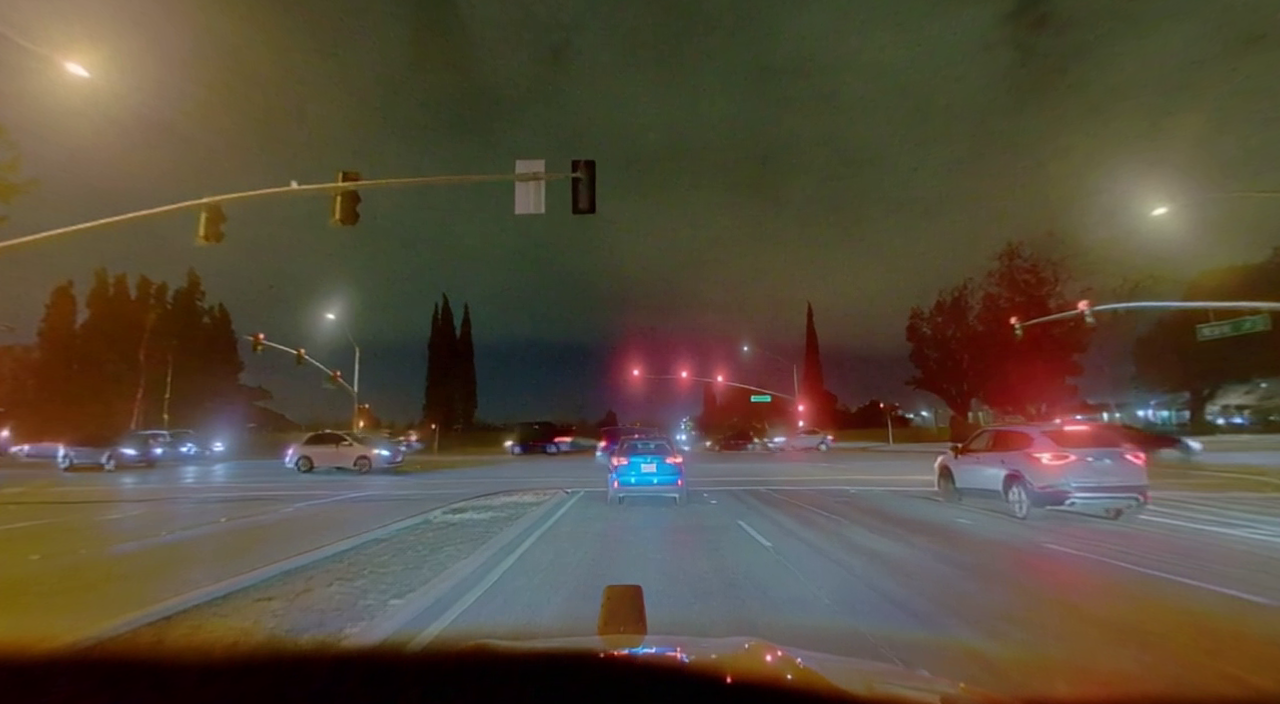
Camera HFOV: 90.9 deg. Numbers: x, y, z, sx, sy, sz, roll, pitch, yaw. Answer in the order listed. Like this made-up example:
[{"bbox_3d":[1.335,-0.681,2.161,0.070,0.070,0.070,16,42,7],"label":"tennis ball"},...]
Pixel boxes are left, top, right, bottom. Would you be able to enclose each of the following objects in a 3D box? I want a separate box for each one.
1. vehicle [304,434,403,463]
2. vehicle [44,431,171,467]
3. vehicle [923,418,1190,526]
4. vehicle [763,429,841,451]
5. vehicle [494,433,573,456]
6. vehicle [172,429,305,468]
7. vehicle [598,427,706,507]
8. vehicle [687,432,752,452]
[{"bbox_3d":[-15.221,5.140,33.603,4.399,1.445,1.769,-1,-8,2],"label":"vehicle"},{"bbox_3d":[-28.153,5.139,33.466,4.833,1.784,2.027,0,-8,0],"label":"vehicle"},{"bbox_3d":[7.175,2.103,11.575,1.901,1.577,4.348,0,-8,0],"label":"vehicle"},{"bbox_3d":[10.723,5.874,42.045,4.667,1.450,1.818,0,-8,0],"label":"vehicle"},{"bbox_3d":[-7.036,6.152,42.049,4.944,1.488,1.807,0,-8,0],"label":"vehicle"},{"bbox_3d":[-19.022,4.602,30.031,4.921,1.757,2.036,-1,-8,2],"label":"vehicle"},{"bbox_3d":[0.191,2.455,13.883,2.041,1.485,3.813,0,-8,-1],"label":"vehicle"},{"bbox_3d":[5.821,6.620,46.305,4.507,1.440,1.736,0,-8,-1],"label":"vehicle"}]
